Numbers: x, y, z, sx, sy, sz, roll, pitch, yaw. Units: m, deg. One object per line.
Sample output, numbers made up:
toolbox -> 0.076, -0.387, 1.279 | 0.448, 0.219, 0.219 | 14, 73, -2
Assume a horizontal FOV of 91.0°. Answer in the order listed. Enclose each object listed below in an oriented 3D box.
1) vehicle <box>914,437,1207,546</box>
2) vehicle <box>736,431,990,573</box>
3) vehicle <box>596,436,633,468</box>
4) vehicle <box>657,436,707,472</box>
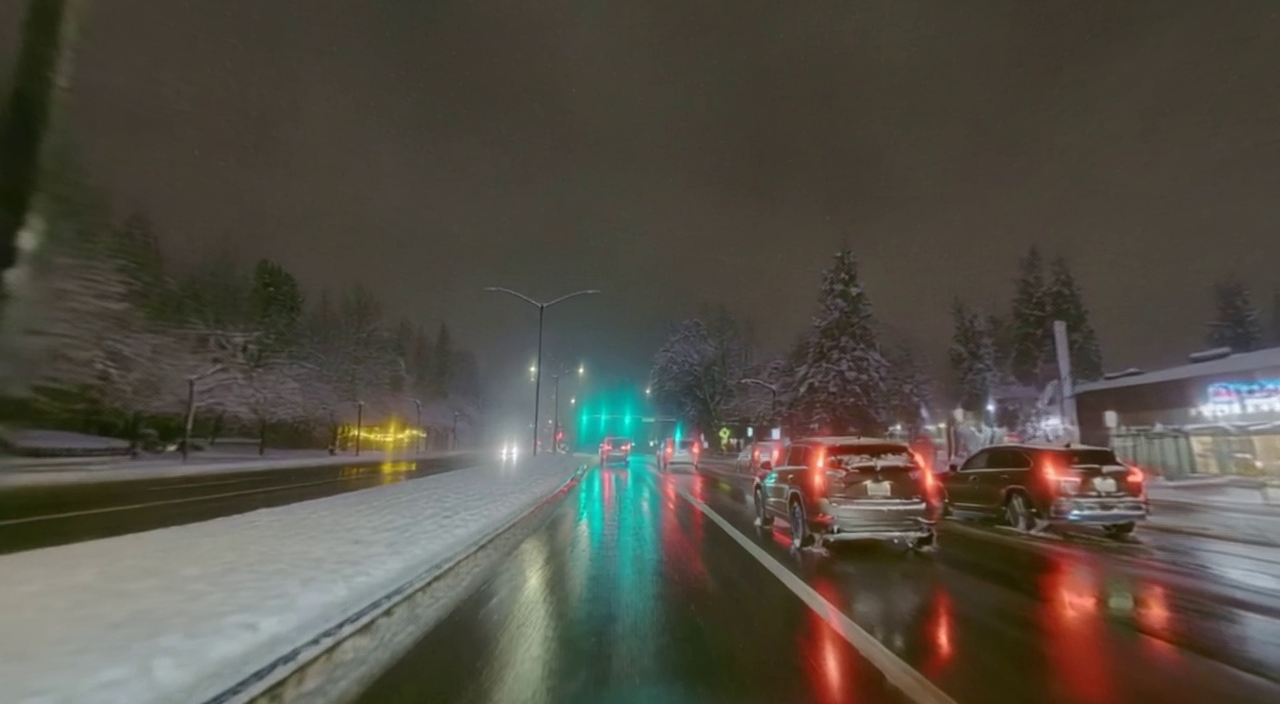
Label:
vehicle -> 6.649, 2.205, 10.706 | 1.917, 1.457, 4.274 | 0, -8, -2
vehicle -> 2.657, 1.879, 8.743 | 1.883, 1.452, 4.258 | 0, -8, -1
vehicle -> -1.617, 6.016, 38.036 | 2.051, 1.798, 4.168 | 1, -8, -5
vehicle -> 2.101, 5.269, 32.676 | 2.000, 1.745, 4.206 | 1, -8, -4
